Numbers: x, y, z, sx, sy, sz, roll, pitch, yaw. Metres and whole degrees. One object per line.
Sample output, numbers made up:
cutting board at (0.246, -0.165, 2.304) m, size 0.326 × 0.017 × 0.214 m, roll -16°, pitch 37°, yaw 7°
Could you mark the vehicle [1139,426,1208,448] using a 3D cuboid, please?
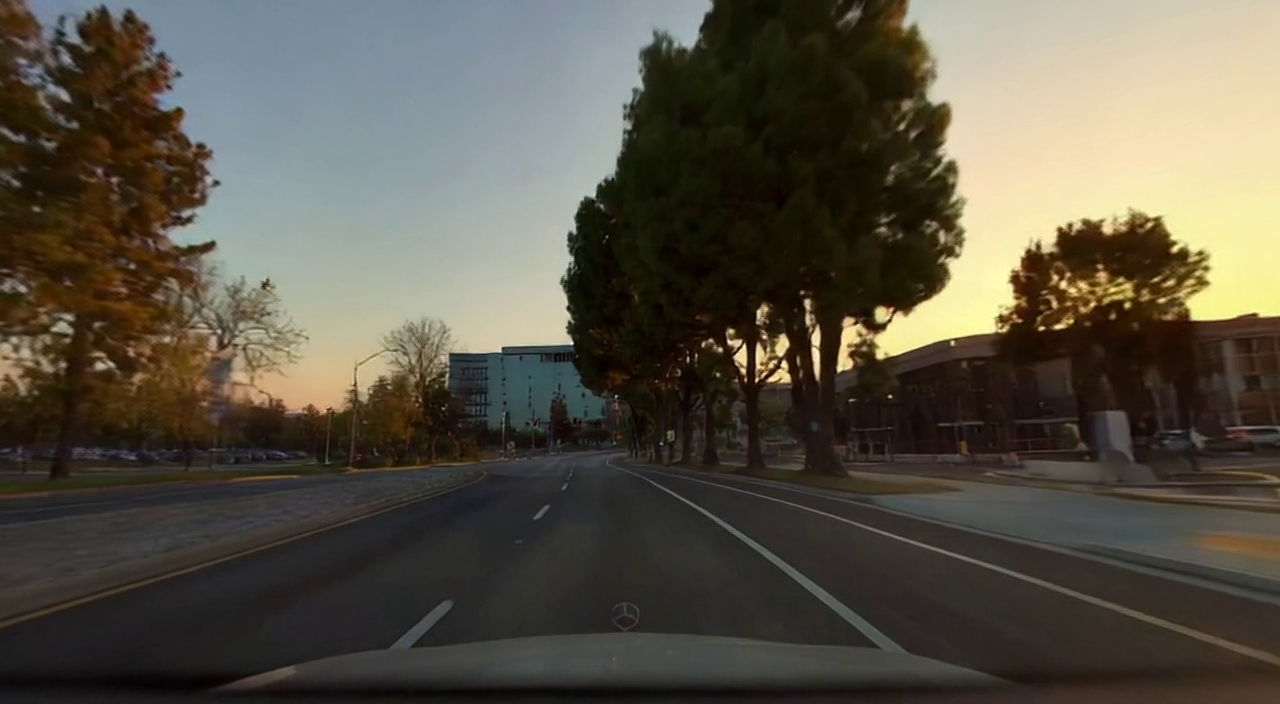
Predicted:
vehicle at (41.757, 6.677, 49.610) m, size 1.787 × 1.584 × 4.606 m, roll 0°, pitch -9°, yaw 7°
